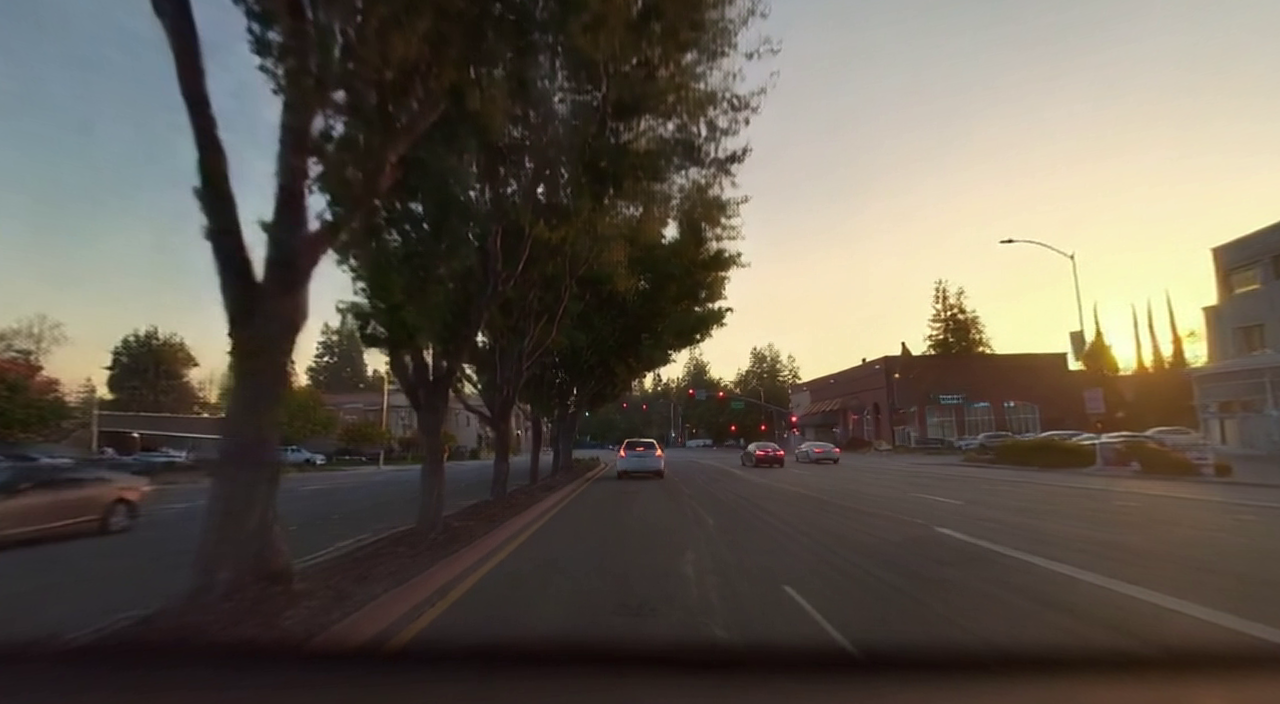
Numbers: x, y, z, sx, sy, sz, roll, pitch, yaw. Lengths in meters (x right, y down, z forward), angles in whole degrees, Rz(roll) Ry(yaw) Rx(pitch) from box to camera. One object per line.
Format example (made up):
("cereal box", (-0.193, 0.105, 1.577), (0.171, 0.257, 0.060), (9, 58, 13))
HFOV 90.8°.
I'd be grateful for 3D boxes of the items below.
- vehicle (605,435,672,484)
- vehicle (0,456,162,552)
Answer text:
("vehicle", (-0.074, 3.636, 21.622), (2.064, 1.477, 3.968), (0, -9, -1))
("vehicle", (-11.318, 2.684, 11.456), (1.907, 1.485, 4.293), (0, -9, 0))
